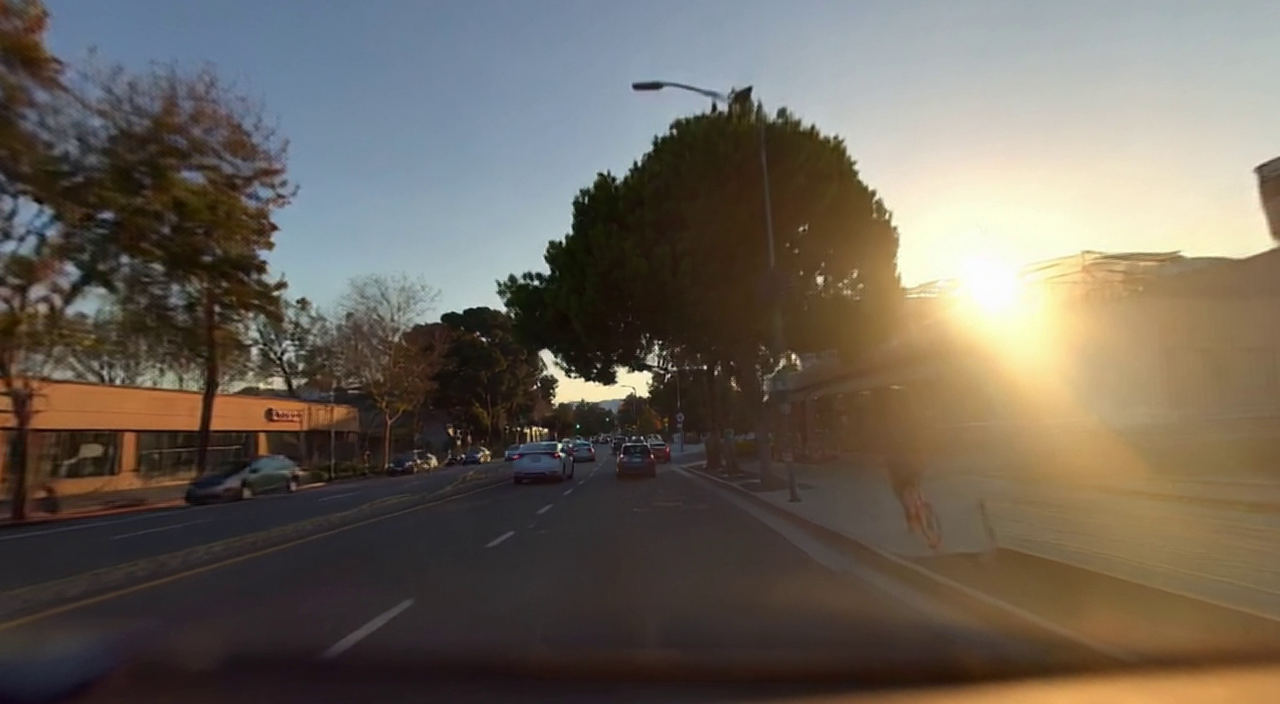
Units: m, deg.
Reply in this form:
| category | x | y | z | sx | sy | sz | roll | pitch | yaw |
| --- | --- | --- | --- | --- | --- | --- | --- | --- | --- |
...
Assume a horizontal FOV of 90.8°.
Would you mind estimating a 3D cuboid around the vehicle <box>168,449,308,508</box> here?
| category | x | y | z | sx | sy | sz | roll | pitch | yaw |
| --- | --- | --- | --- | --- | --- | --- | --- | --- | --- |
| vehicle | -13.523 | 4.231 | 21.613 | 1.936 | 1.656 | 4.284 | -3 | -8 | 1 |

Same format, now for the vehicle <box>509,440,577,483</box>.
| category | x | y | z | sx | sy | sz | roll | pitch | yaw |
| --- | --- | --- | --- | --- | --- | --- | --- | --- | --- |
| vehicle | -3.578 | 4.114 | 24.050 | 1.921 | 1.477 | 4.083 | 0 | -8 | 0 |

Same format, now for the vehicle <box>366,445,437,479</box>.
| category | x | y | z | sx | sy | sz | roll | pitch | yaw |
| --- | --- | --- | --- | --- | --- | --- | --- | --- | --- |
| vehicle | -13.083 | 6.028 | 34.973 | 1.999 | 1.755 | 4.518 | -1 | -8 | 3 |

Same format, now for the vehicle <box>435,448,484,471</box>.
| category | x | y | z | sx | sy | sz | roll | pitch | yaw |
| --- | --- | --- | --- | --- | --- | --- | --- | --- | --- |
| vehicle | -12.540 | 7.486 | 44.190 | 1.909 | 1.462 | 4.608 | -1 | -8 | 3 |

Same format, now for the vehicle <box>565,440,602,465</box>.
| category | x | y | z | sx | sy | sz | roll | pitch | yaw |
| --- | --- | --- | --- | --- | --- | --- | --- | --- | --- |
| vehicle | -3.549 | 6.401 | 40.370 | 1.887 | 1.517 | 4.254 | 0 | -8 | 1 |

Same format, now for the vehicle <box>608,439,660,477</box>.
| category | x | y | z | sx | sy | sz | roll | pitch | yaw |
| --- | --- | --- | --- | --- | --- | --- | --- | --- | --- |
| vehicle | -0.309 | 4.537 | 27.304 | 2.085 | 1.475 | 3.976 | 0 | -8 | -2 |
